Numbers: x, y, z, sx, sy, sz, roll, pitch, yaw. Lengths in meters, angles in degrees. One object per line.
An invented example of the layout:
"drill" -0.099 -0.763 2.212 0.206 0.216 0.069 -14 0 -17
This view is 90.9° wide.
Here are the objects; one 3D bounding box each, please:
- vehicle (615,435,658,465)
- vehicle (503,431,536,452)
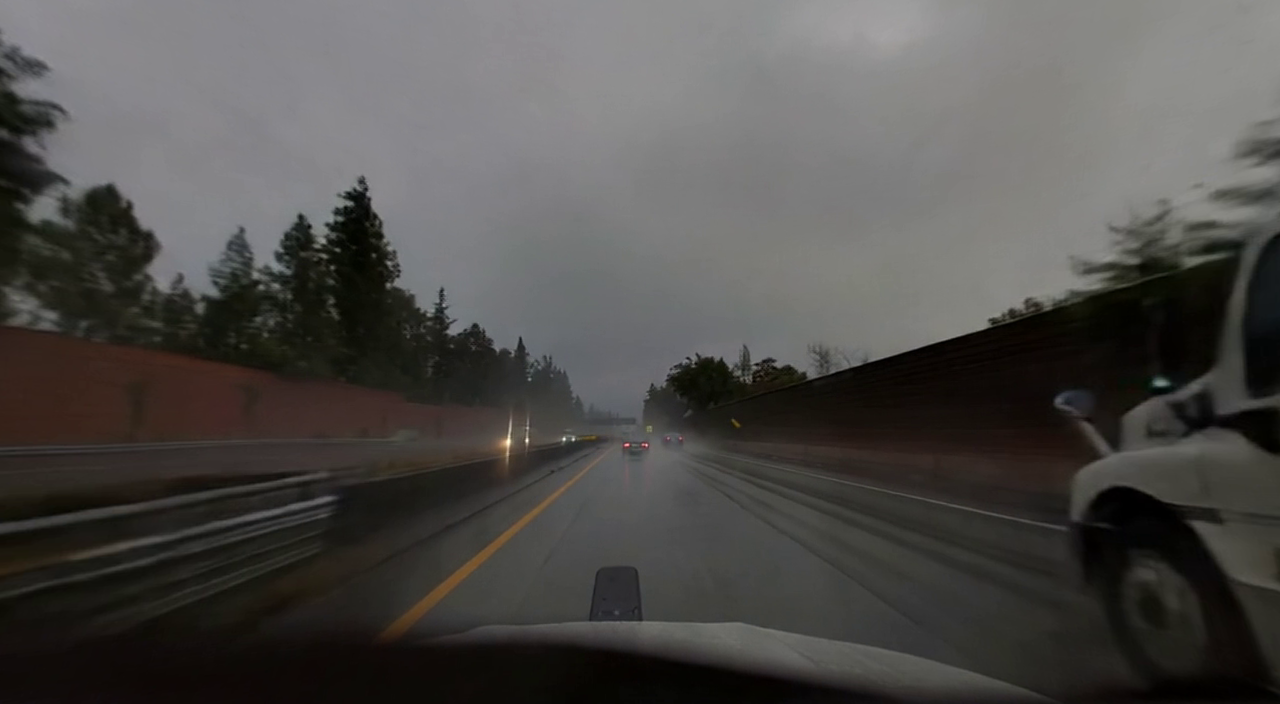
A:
"vehicle" -0.204 5.175 33.668 2.119 1.480 4.000 0 -8 -1
"vehicle" -9.319 6.961 49.020 1.842 1.511 3.979 0 -8 0
